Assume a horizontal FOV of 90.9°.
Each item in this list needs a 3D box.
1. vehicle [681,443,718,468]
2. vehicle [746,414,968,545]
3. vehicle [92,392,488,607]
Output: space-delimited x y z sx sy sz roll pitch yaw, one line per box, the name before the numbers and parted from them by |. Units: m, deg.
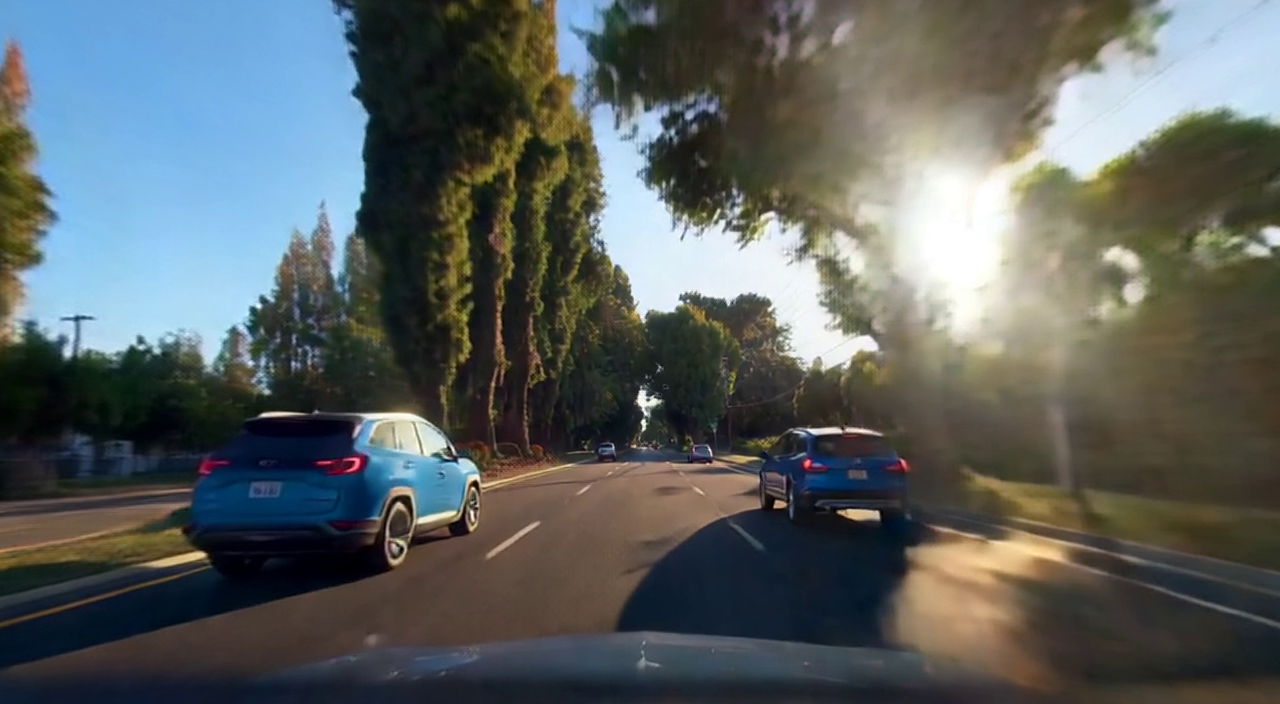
vehicle | 3.805 6.687 40.898 1.906 1.468 4.422 0 -8 -1
vehicle | 3.305 2.049 10.777 2.182 1.744 4.464 0 -8 0
vehicle | -3.488 1.563 7.600 2.104 1.785 4.494 0 -8 1
